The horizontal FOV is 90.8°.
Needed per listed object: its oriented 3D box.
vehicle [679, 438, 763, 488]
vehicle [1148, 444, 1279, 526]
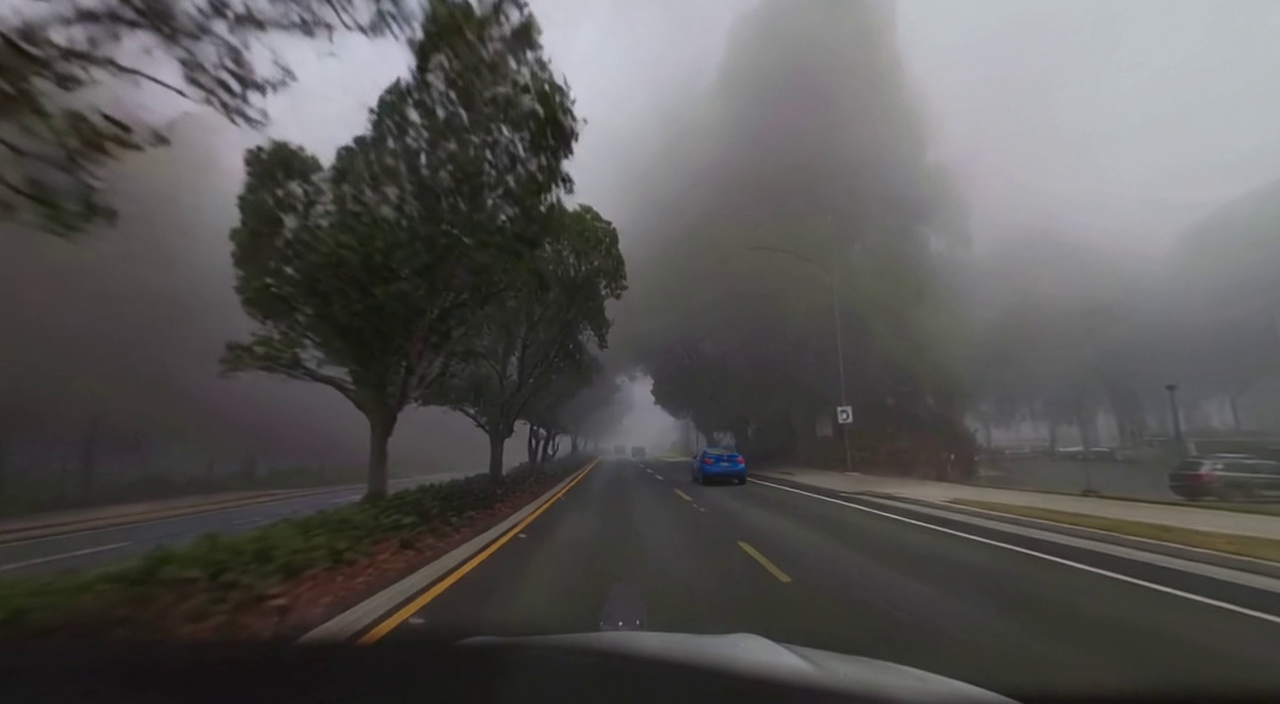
[{"bbox_3d":[2.608,3.715,21.490,2.114,1.493,4.430,0,-9,-2],"label":"vehicle"},{"bbox_3d":[21.089,4.680,21.816,5.101,1.694,2.158,9,-24,1],"label":"vehicle"}]
